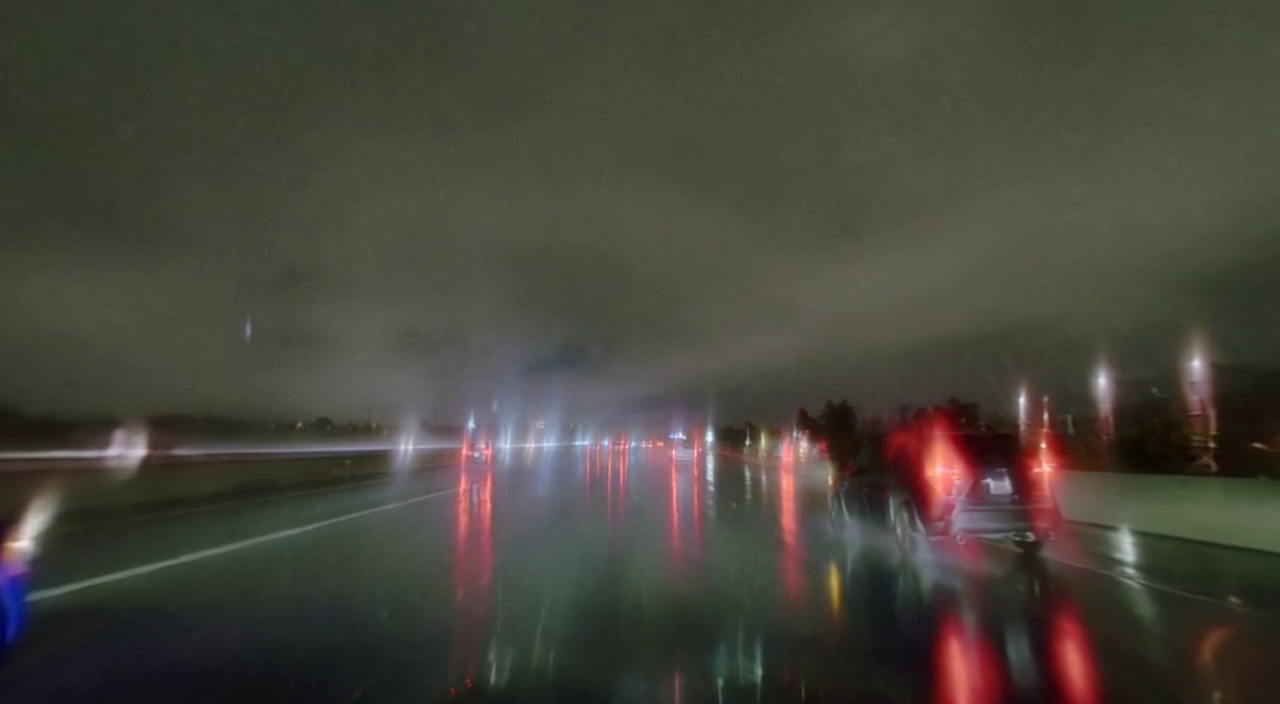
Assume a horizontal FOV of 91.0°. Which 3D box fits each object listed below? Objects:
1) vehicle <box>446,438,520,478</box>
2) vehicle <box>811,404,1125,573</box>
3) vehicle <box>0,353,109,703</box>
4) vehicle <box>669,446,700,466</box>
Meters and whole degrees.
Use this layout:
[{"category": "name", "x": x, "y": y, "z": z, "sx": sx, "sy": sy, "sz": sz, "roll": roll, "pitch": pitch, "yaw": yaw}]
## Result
[{"category": "vehicle", "x": -7.146, "y": 4.864, "z": 29.173, "sx": 2.095, "sy": 1.696, "sz": 4.680, "roll": -1, "pitch": -9, "yaw": 2}, {"category": "vehicle", "x": 4.299, "y": 1.868, "z": 9.430, "sx": 2.153, "sy": 1.860, "sz": 4.689, "roll": 0, "pitch": -9, "yaw": 0}, {"category": "vehicle", "x": -3.942, "y": 0.624, "z": 1.005, "sx": 2.214, "sy": 1.743, "sz": 4.465, "roll": 0, "pitch": -9, "yaw": 1}, {"category": "vehicle", "x": 3.465, "y": 8.156, "z": 49.514, "sx": 2.038, "sy": 1.497, "sz": 4.167, "roll": 0, "pitch": -9, "yaw": -1}]
